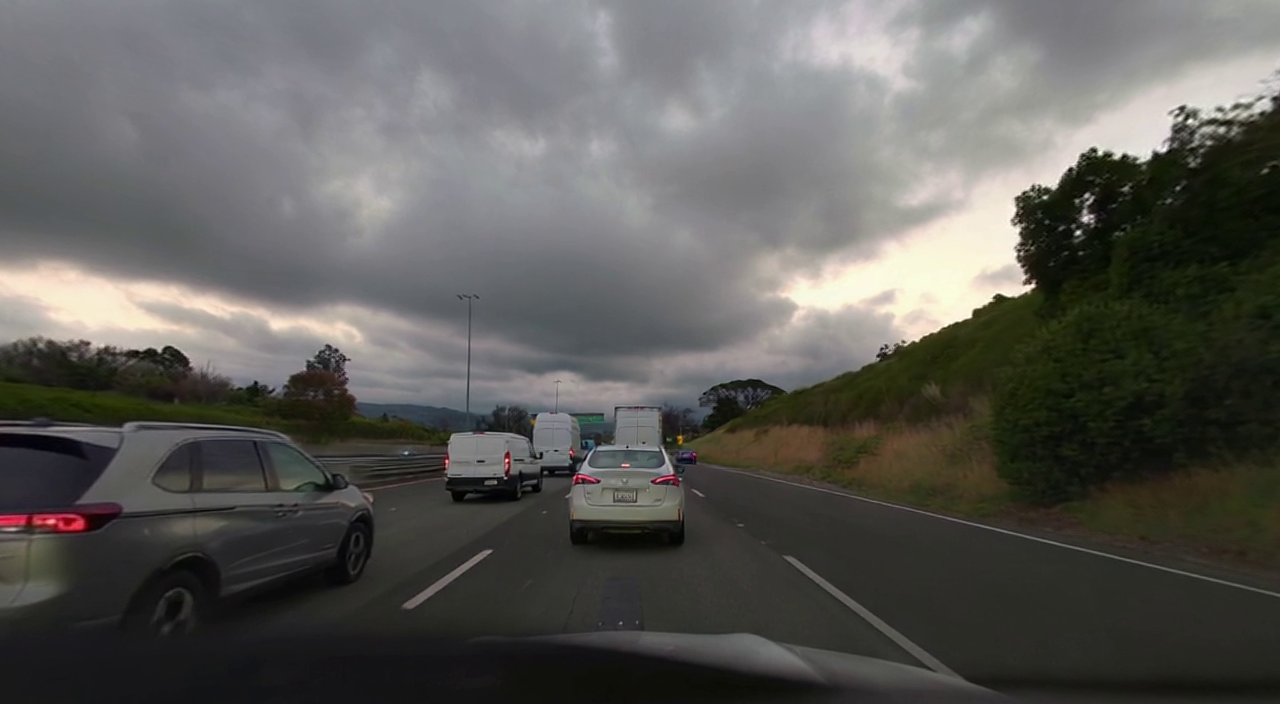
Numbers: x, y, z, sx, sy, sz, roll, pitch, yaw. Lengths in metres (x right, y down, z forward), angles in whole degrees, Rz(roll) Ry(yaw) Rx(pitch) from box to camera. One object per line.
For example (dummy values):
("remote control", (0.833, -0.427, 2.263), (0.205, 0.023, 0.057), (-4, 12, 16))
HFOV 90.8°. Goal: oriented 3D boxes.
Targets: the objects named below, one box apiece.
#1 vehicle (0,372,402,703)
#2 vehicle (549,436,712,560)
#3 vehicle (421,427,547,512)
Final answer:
("vehicle", (-3.666, 1.250, 4.712), (2.029, 1.656, 4.437), (0, -9, 0))
("vehicle", (-0.125, 2.065, 9.514), (1.995, 1.495, 3.380), (0, -9, 0))
("vehicle", (-3.955, 3.073, 16.897), (2.055, 1.913, 4.584), (-1, -9, 2))
